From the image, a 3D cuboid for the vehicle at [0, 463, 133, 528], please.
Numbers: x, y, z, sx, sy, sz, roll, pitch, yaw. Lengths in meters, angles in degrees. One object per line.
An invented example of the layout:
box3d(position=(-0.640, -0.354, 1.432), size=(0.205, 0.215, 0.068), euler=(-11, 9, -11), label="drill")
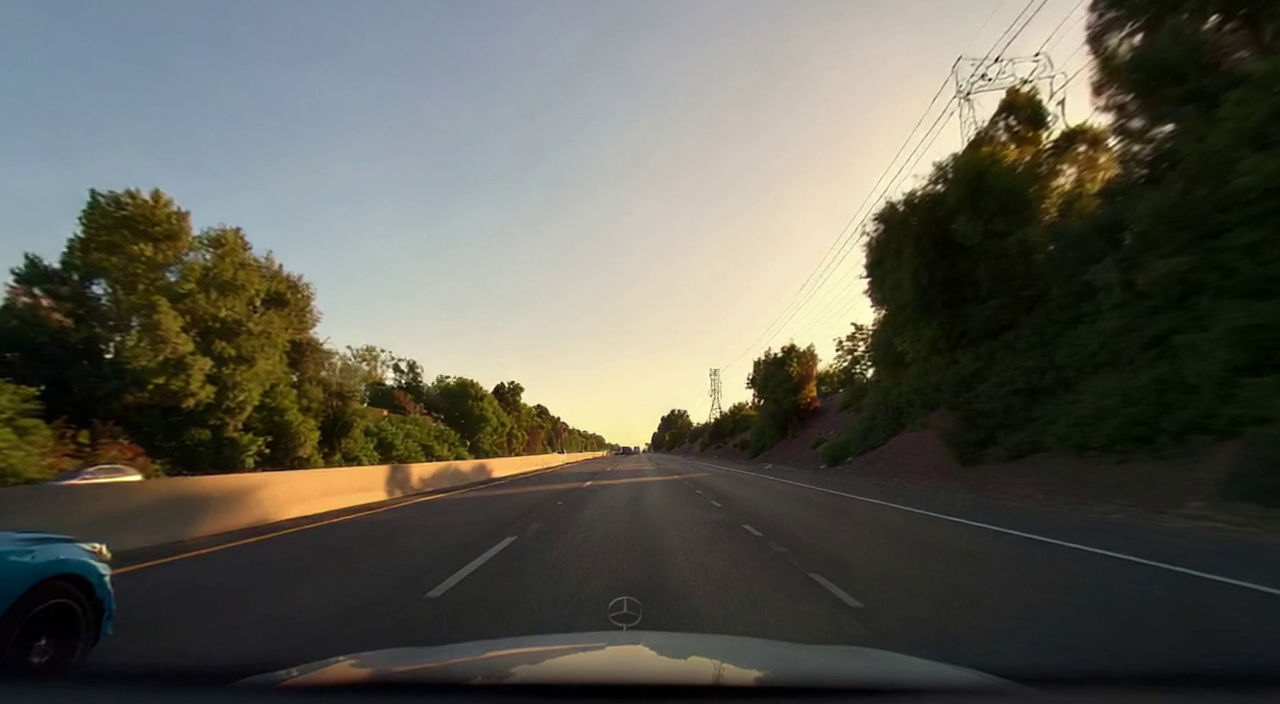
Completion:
box3d(position=(-16.132, 3.739, 16.815), size=(1.843, 1.443, 4.036), euler=(0, -9, -1), label="vehicle")
